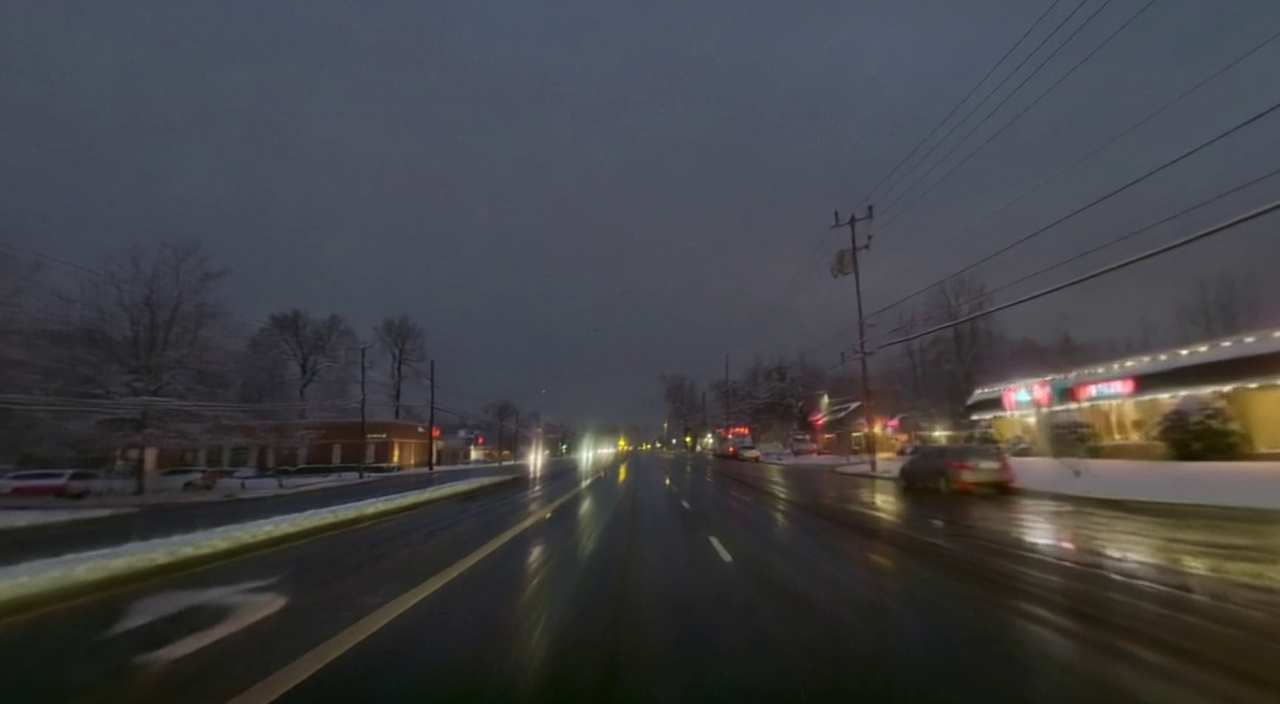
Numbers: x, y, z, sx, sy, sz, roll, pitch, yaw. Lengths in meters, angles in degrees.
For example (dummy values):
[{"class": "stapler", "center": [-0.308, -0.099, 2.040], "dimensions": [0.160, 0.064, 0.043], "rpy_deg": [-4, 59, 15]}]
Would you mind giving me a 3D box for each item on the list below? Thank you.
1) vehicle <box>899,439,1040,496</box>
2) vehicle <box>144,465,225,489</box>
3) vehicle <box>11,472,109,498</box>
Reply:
[{"class": "vehicle", "center": [10.138, 3.568, 19.940], "dimensions": [1.886, 1.556, 4.513], "rpy_deg": [0, -8, -2]}, {"class": "vehicle", "center": [-35.228, 9.705, 49.046], "dimensions": [4.654, 1.648, 1.915], "rpy_deg": [3, -9, -21]}, {"class": "vehicle", "center": [-42.260, 9.660, 46.157], "dimensions": [4.805, 1.609, 1.906], "rpy_deg": [4, -9, -24]}]
